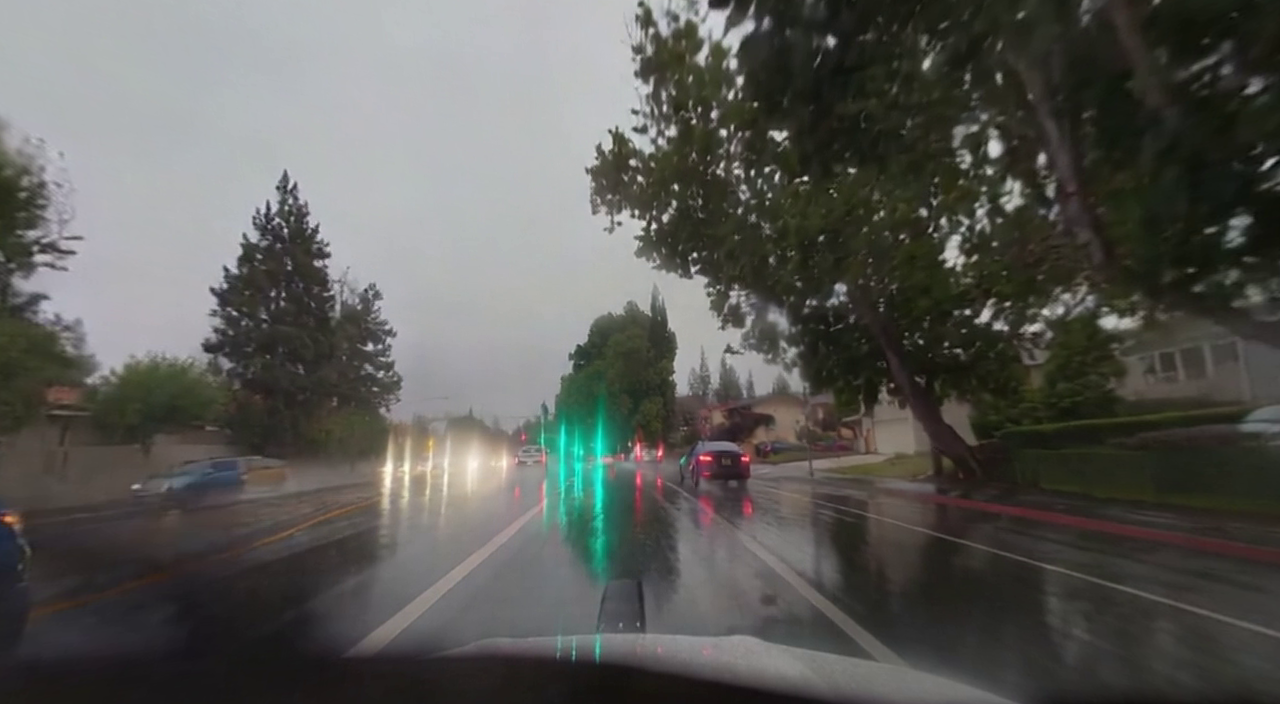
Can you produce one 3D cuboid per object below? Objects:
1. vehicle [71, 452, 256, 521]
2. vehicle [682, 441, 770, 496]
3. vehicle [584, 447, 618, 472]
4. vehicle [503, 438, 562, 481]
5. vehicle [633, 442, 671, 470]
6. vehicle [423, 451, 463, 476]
[{"bbox_3d":[-12.889,3.613,17.512,1.867,1.609,4.175,0,-8,-1],"label":"vehicle"},{"bbox_3d":[2.492,3.488,19.388,1.884,1.463,4.195,1,-8,-4],"label":"vehicle"},{"bbox_3d":[-2.531,6.809,40.237,2.030,1.477,4.330,1,-8,-6],"label":"vehicle"},{"bbox_3d":[-4.922,4.959,29.518,2.218,1.829,4.492,1,-8,-4],"label":"vehicle"},{"bbox_3d":[0.756,7.147,43.688,2.099,1.845,4.363,1,-8,-6],"label":"vehicle"},{"bbox_3d":[-14.830,8.375,47.703,2.017,1.691,4.351,1,-8,-6],"label":"vehicle"}]
